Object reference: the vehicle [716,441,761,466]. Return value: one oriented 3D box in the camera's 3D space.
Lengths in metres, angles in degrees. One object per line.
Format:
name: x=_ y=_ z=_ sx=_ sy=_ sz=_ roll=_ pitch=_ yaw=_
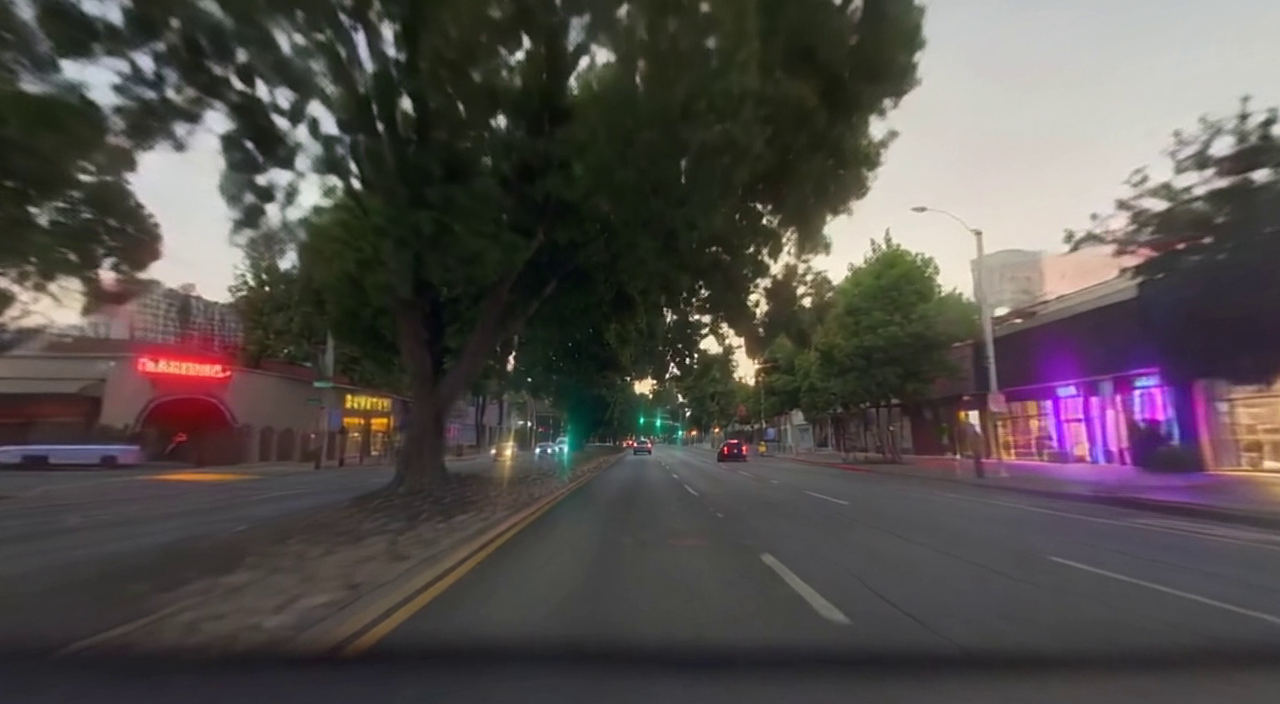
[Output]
vehicle: x=6.338 y=6.589 z=41.149 sx=2.024 sy=1.475 sz=4.600 roll=0 pitch=-8 yaw=-2
